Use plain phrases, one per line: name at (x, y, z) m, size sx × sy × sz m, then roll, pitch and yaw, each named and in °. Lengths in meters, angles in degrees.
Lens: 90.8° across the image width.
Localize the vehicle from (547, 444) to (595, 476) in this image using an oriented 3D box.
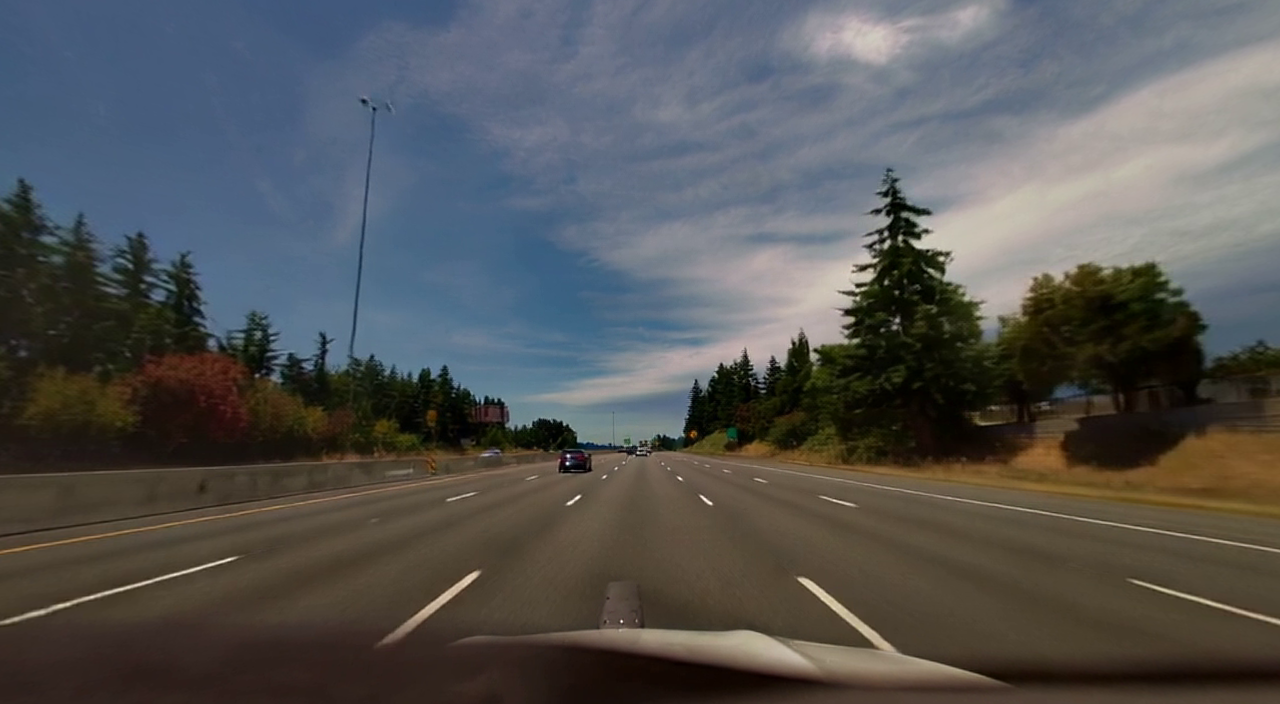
vehicle at (-3.521, 5.642, 33.063) m, size 1.979 × 1.521 × 4.147 m, roll 0°, pitch -9°, yaw 1°
